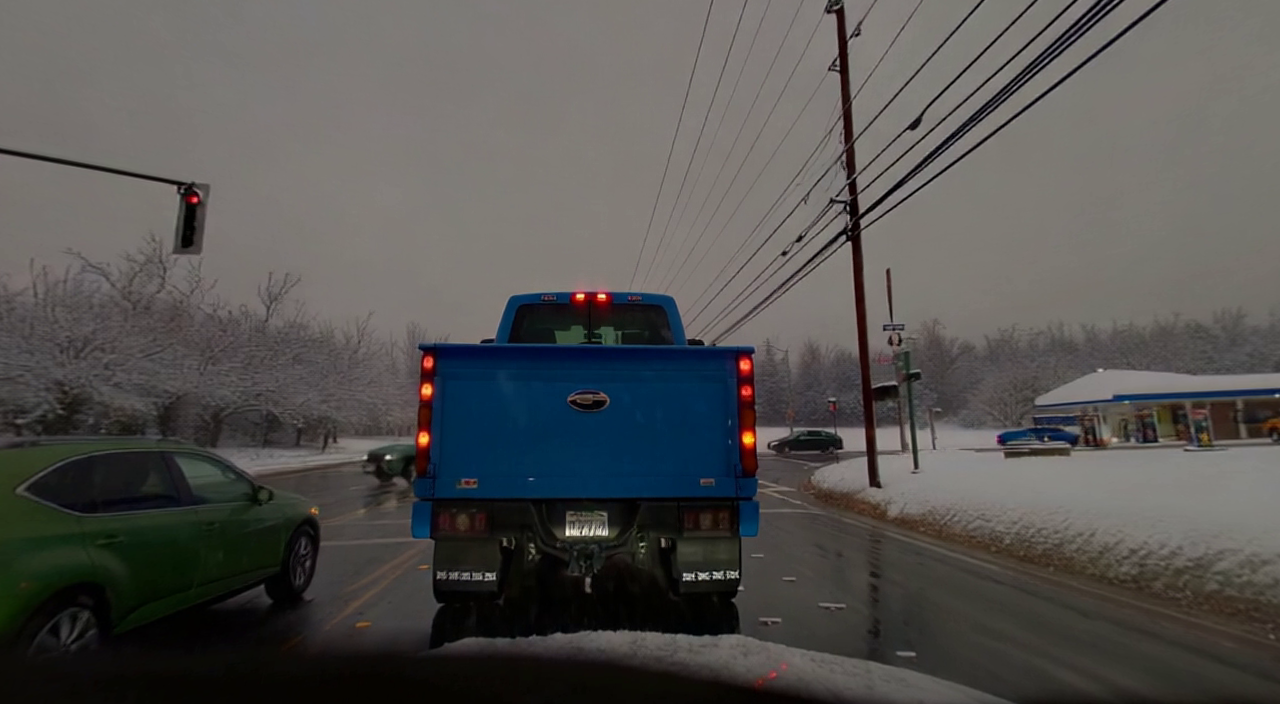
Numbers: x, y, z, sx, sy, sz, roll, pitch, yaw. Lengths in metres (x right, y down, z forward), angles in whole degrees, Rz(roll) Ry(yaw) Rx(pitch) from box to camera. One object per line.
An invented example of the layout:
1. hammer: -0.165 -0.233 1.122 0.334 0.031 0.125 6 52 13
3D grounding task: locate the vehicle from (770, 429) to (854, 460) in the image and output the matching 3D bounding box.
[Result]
1. vehicle: 11.709 6.269 42.520 6.346 1.917 2.360 8 -11 -41

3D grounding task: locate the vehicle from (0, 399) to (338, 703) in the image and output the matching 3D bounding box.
1. vehicle: -3.953 1.191 3.991 2.017 1.555 4.150 -1 -9 0

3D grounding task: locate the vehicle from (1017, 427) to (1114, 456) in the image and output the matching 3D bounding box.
1. vehicle: 25.578 5.391 37.932 4.419 1.496 1.854 -2 -9 1

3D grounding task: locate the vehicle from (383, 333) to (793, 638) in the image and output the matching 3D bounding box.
1. vehicle: -0.415 1.324 7.217 2.859 2.144 5.406 0 -9 -1
